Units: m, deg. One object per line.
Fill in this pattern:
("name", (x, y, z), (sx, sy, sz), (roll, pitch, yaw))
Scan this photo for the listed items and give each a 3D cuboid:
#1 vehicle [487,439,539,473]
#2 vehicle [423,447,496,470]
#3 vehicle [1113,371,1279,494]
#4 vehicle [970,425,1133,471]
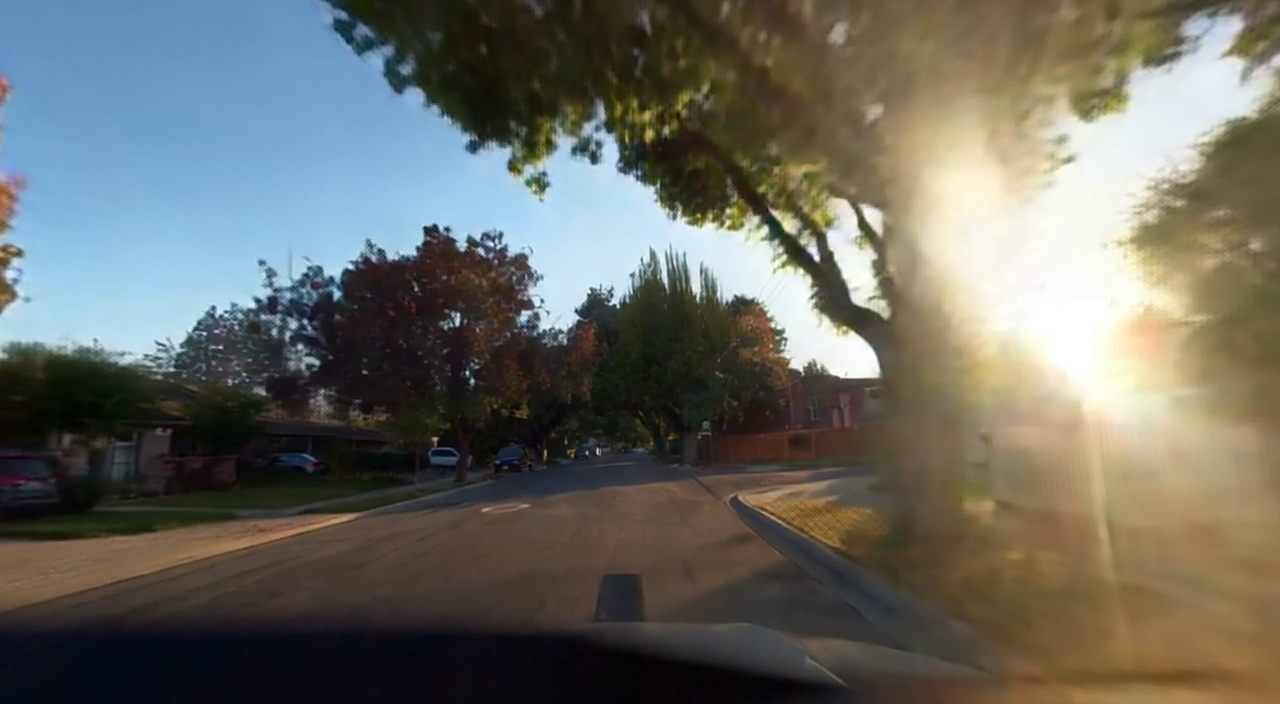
("vehicle", (-7.765, 6.438, 39.008), (2.091, 1.912, 4.598), (0, -10, 2))
("vehicle", (-12.691, 7.486, 44.596), (4.538, 1.578, 2.000), (0, -8, 1))
("vehicle", (12.170, 1.480, 11.626), (5.367, 1.953, 2.257), (1, -8, -9))
("vehicle", (13.583, 3.207, 21.066), (4.086, 1.450, 1.830), (-1, -8, 3))
